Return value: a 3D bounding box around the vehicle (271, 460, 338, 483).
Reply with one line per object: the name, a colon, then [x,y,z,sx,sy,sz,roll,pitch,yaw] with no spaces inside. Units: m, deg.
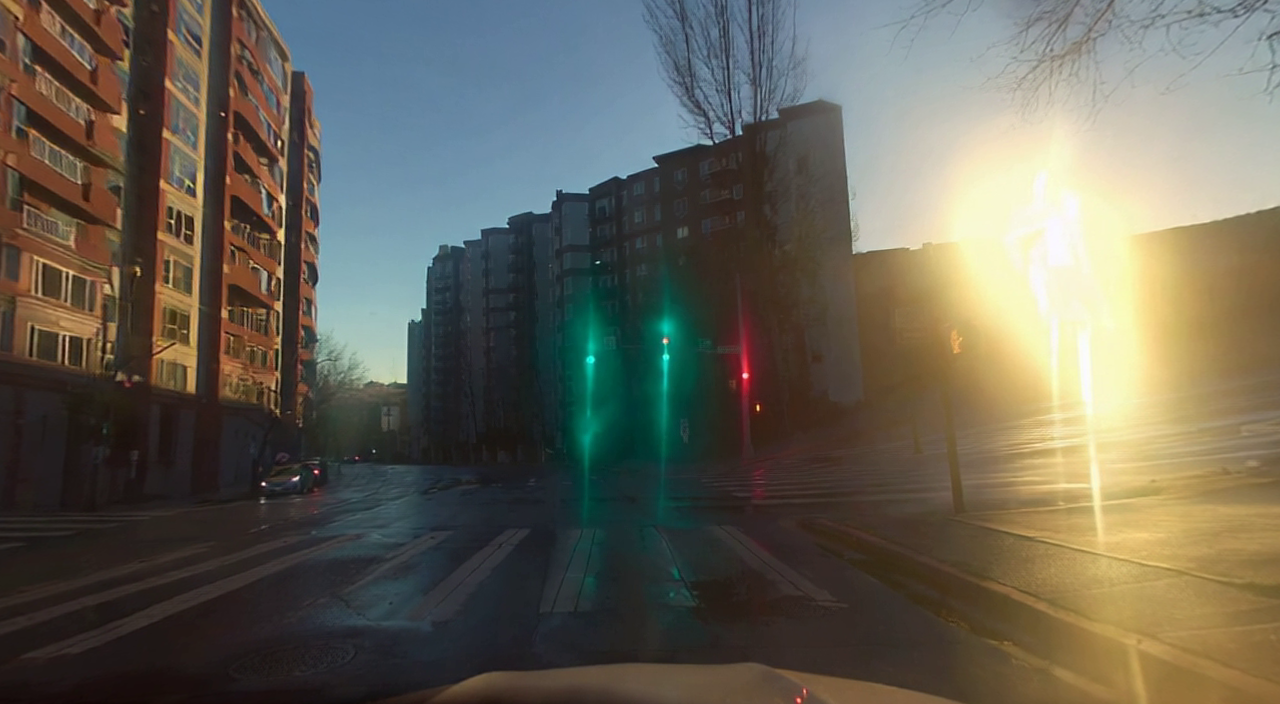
vehicle: [-24.629,8.778,46.286,3.882,1.600,1.768,0,-9,2]
